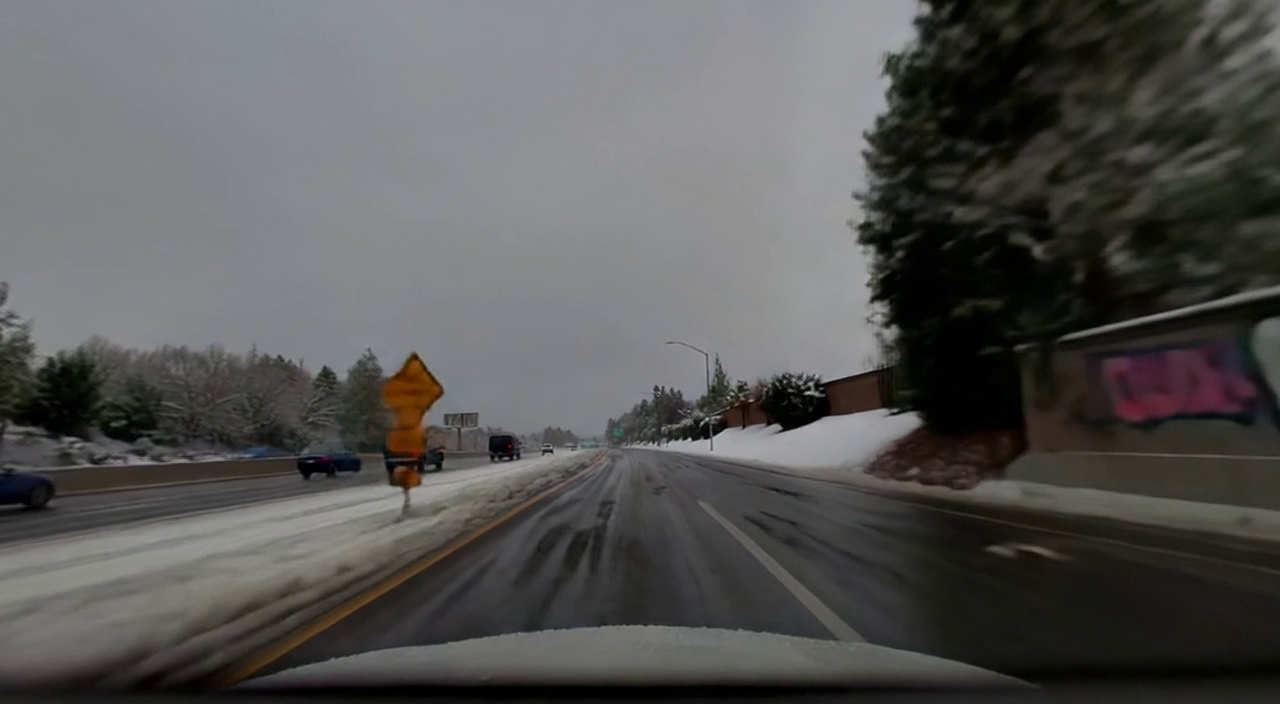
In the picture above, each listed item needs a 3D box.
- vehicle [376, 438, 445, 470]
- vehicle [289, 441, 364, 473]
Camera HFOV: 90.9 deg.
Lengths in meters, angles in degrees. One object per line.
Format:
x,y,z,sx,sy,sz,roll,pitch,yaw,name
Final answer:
-14.609,6.517,40.529,2.272,1.882,5.941,0,-9,-1,vehicle
-18.472,6.194,37.462,2.078,1.802,4.723,0,-8,-1,vehicle
